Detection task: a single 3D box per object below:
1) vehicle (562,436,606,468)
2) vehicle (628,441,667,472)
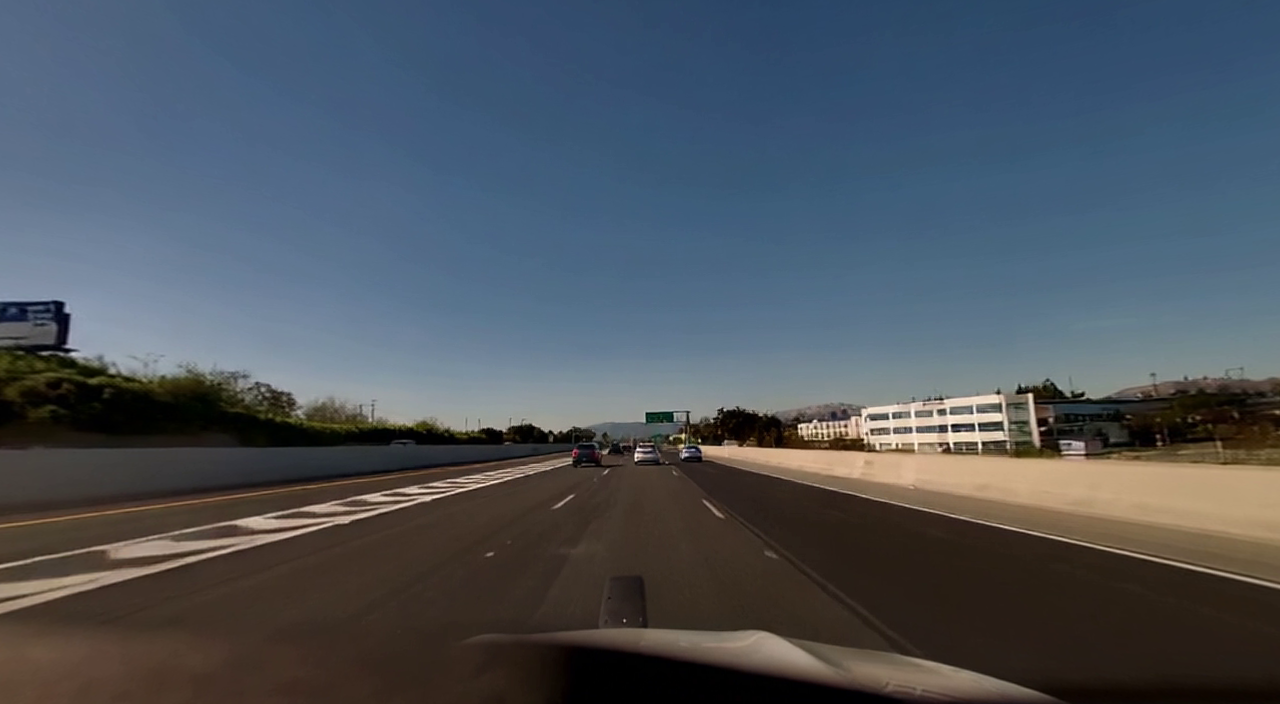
[{"bbox_3d":[-3.691,6.707,42.553,2.403,1.946,5.623,-1,-8,1],"label":"vehicle"},{"bbox_3d":[0.387,5.662,34.444,2.000,1.558,3.945,0,-8,0],"label":"vehicle"}]
